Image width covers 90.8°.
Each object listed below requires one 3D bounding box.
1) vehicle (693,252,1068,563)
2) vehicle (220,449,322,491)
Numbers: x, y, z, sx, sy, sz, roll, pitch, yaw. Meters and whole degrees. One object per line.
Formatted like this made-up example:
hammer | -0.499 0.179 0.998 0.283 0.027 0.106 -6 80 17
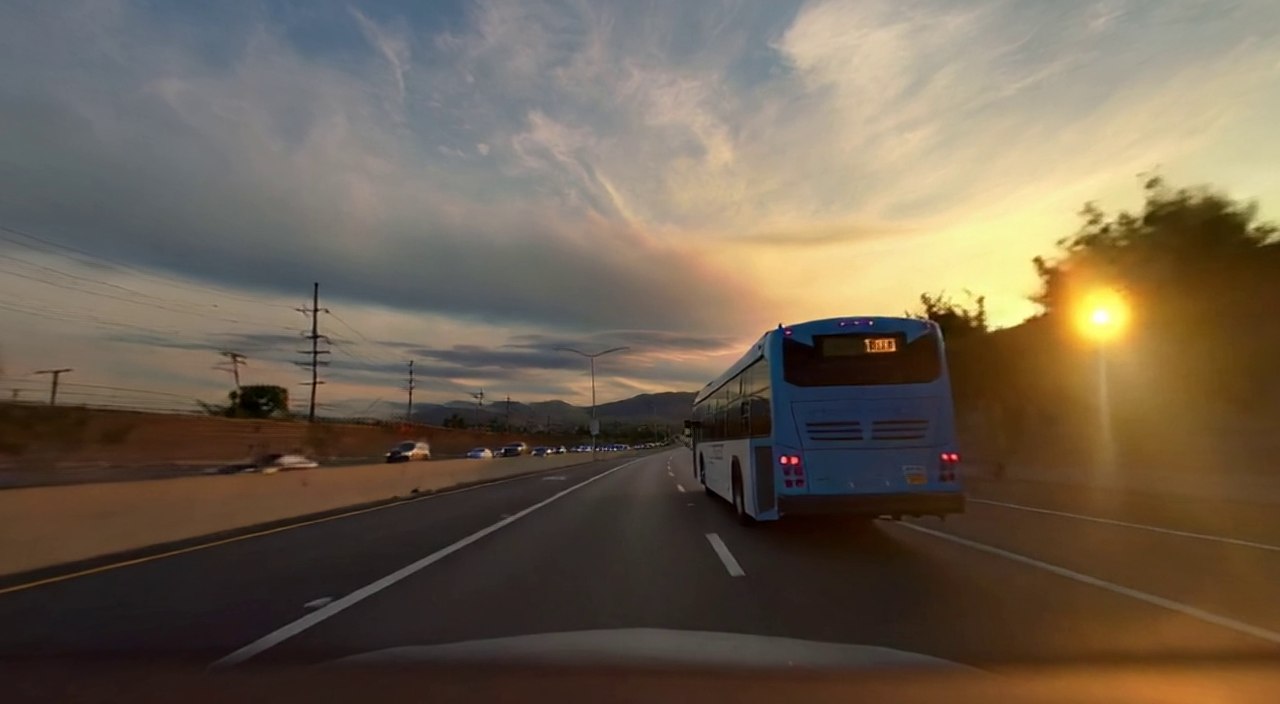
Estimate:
vehicle | 3.310 1.662 14.539 3.144 3.580 14.591 0 -8 1
vehicle | -14.775 4.710 25.574 1.733 1.512 3.902 0 -8 0
